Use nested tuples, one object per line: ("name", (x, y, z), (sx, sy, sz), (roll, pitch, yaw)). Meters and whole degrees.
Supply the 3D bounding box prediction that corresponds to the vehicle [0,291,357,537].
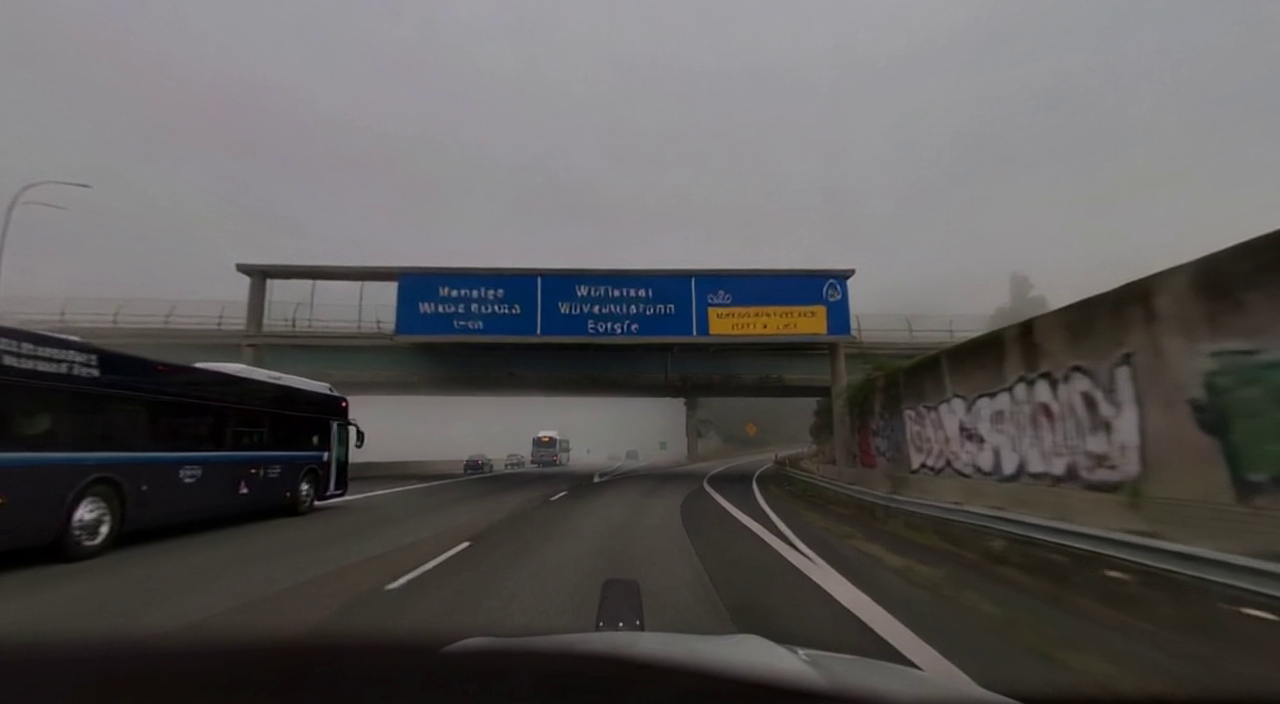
("vehicle", (-10.930, 1.690, 14.181), (2.986, 3.574, 13.570), (0, -9, -1))
